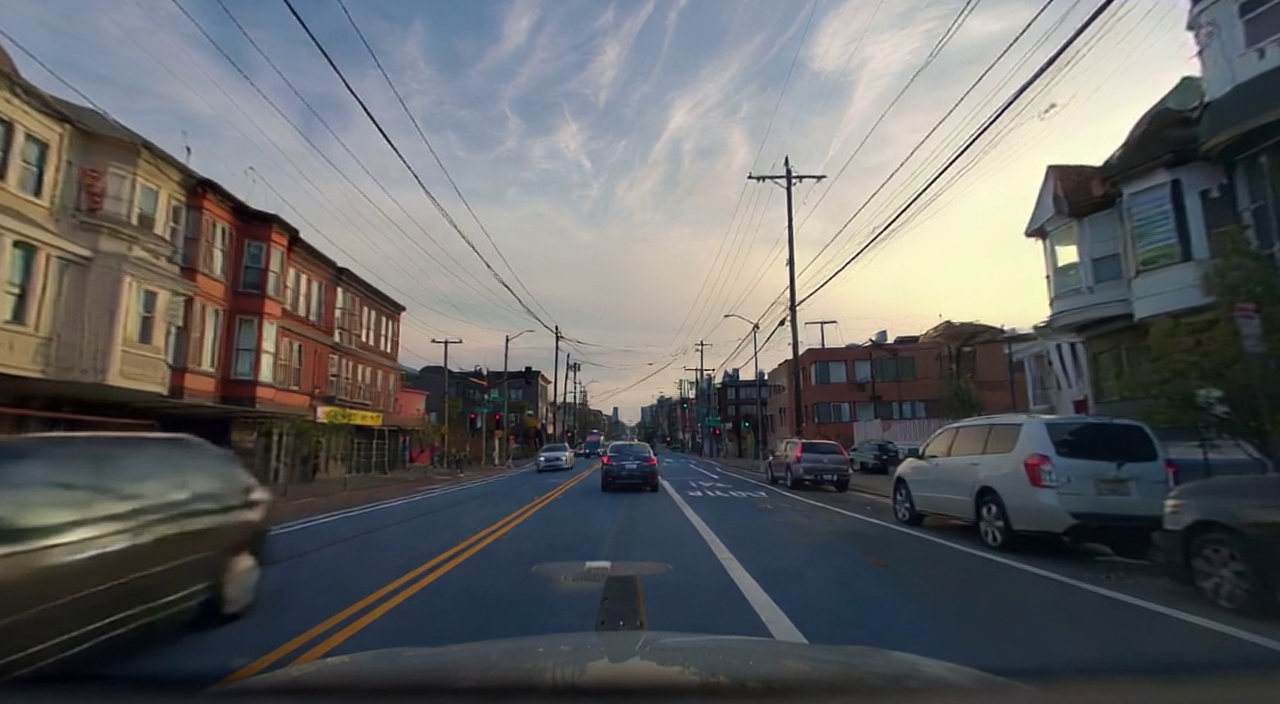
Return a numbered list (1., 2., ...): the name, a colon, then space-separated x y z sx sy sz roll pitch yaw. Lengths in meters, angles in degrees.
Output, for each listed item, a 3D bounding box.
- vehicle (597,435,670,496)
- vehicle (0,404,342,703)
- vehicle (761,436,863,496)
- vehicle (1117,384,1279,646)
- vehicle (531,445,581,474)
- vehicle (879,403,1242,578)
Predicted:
1. vehicle: -0.181 3.358 19.002 1.980 1.635 3.795 0 -8 0
2. vehicle: -3.874 1.172 3.958 1.968 1.524 4.304 0 -8 -1
3. vehicle: 6.190 4.164 23.584 2.197 1.917 5.637 0 -8 -1
4. vehicle: 6.194 1.083 3.609 2.203 2.052 5.975 0 -8 -1
5. vehicle: -4.514 5.834 34.602 2.181 1.500 4.319 0 -8 0
6. vehicle: 6.148 2.088 10.482 2.208 2.106 5.496 0 -9 0
